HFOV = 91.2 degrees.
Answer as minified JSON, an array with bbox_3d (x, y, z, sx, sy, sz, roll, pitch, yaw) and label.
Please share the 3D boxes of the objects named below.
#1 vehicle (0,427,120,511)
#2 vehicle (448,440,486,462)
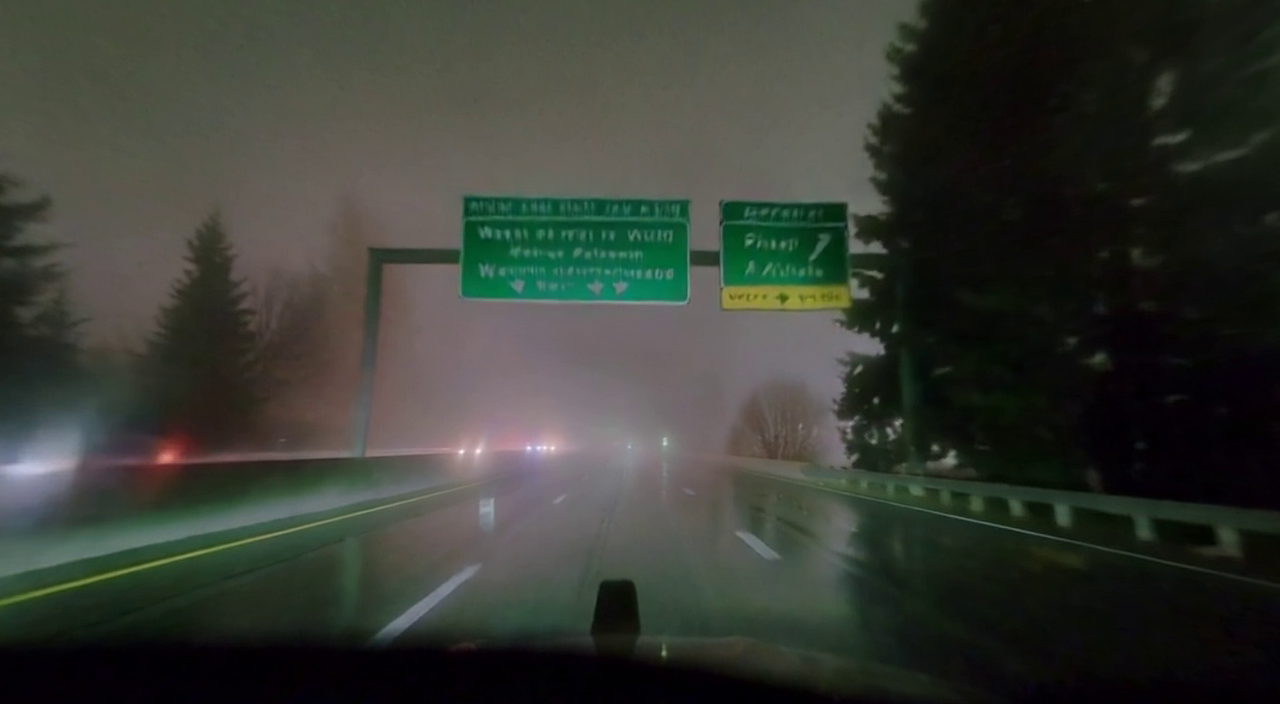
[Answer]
[{"bbox_3d":[-12.244,2.148,11.570,1.788,1.478,3.988,0,-9,1],"label":"vehicle"},{"bbox_3d":[-13.150,7.543,47.762,1.851,1.525,4.105,0,-9,-2],"label":"vehicle"}]
